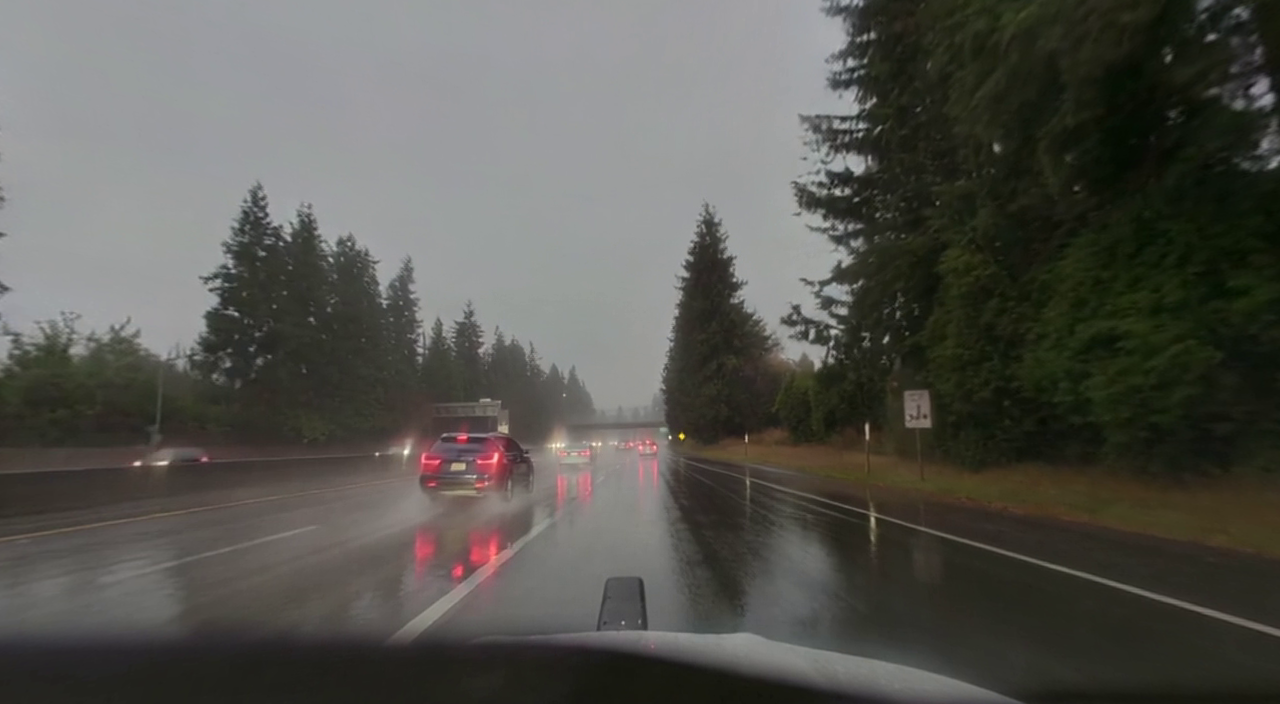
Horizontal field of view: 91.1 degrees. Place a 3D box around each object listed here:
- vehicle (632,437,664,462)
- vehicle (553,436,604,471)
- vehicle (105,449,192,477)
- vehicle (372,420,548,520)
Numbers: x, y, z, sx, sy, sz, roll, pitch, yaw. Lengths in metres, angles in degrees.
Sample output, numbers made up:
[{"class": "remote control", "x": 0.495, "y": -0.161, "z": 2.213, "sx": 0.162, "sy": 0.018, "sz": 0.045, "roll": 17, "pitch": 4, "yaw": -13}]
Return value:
[{"class": "vehicle", "x": 0.601, "y": 7.328, "z": 47.467, "sx": 2.285, "sy": 1.797, "sz": 4.478, "roll": 0, "pitch": -8, "yaw": 0}, {"class": "vehicle", "x": -3.026, "y": 5.117, "z": 31.874, "sx": 2.056, "sy": 1.679, "sz": 4.204, "roll": 0, "pitch": -8, "yaw": 2}, {"class": "vehicle", "x": -31.825, "y": 7.146, "z": 40.791, "sx": 1.842, "sy": 1.681, "sz": 4.393, "roll": -1, "pitch": -8, "yaw": 4}, {"class": "vehicle", "x": -3.422, "y": 2.360, "z": 13.198, "sx": 2.040, "sy": 1.672, "sz": 5.122, "roll": 0, "pitch": -8, "yaw": 2}]
